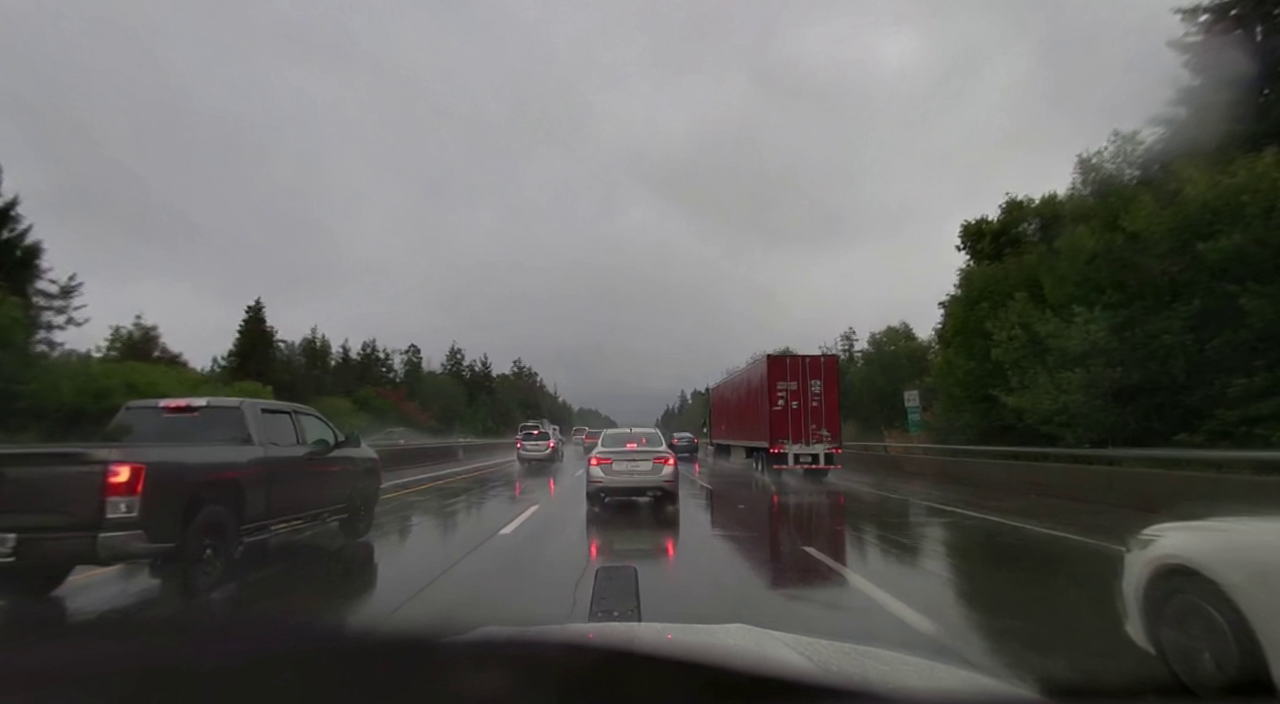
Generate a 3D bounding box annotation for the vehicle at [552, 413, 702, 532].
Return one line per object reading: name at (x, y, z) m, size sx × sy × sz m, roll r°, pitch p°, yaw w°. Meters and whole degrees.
vehicle at (-0.203, 1.942, 10.759) m, size 2.083 × 1.647 × 3.799 m, roll 0°, pitch -8°, yaw -1°

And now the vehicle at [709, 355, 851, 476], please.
vehicle at (5.563, 3.100, 28.677) m, size 2.888 × 4.135 × 14.071 m, roll 0°, pitch -8°, yaw -1°

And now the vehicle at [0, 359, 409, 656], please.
vehicle at (-4.194, 1.231, 6.157) m, size 2.101 × 1.767 × 4.702 m, roll 0°, pitch -8°, yaw 0°

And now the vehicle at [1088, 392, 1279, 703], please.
vehicle at (3.529, 0.773, 1.531) m, size 1.951 × 1.477 × 3.963 m, roll 0°, pitch -8°, yaw 0°

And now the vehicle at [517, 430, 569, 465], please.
vehicle at (-4.799, 4.770, 31.617) m, size 1.971 × 1.648 × 3.983 m, roll 0°, pitch -8°, yaw 0°
